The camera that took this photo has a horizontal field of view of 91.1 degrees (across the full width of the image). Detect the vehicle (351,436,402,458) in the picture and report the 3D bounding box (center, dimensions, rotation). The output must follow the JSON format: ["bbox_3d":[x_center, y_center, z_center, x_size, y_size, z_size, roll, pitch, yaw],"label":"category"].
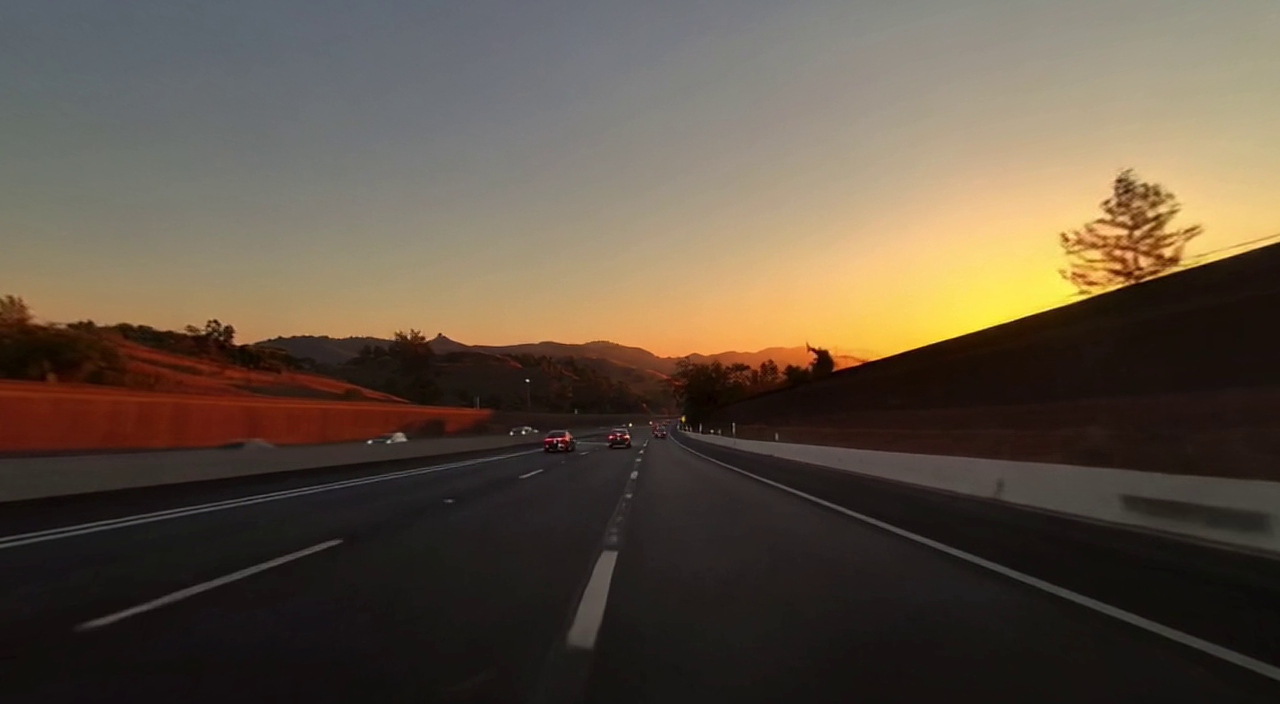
[{"bbox_3d":[-18.547,6.691,44.432,1.806,1.463,4.039,0,-8,0],"label":"vehicle"}]

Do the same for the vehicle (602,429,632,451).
[{"bbox_3d":[-1.697,6.663,47.693,2.064,1.571,4.225,0,-8,1],"label":"vehicle"}]

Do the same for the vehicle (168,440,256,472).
[{"bbox_3d":[-21.861,5.294,32.295,1.773,1.477,3.848,0,-8,1],"label":"vehicle"}]

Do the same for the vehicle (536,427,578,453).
[{"bbox_3d":[-5.457,5.881,42.027,2.113,1.632,4.409,0,-8,1],"label":"vehicle"}]
